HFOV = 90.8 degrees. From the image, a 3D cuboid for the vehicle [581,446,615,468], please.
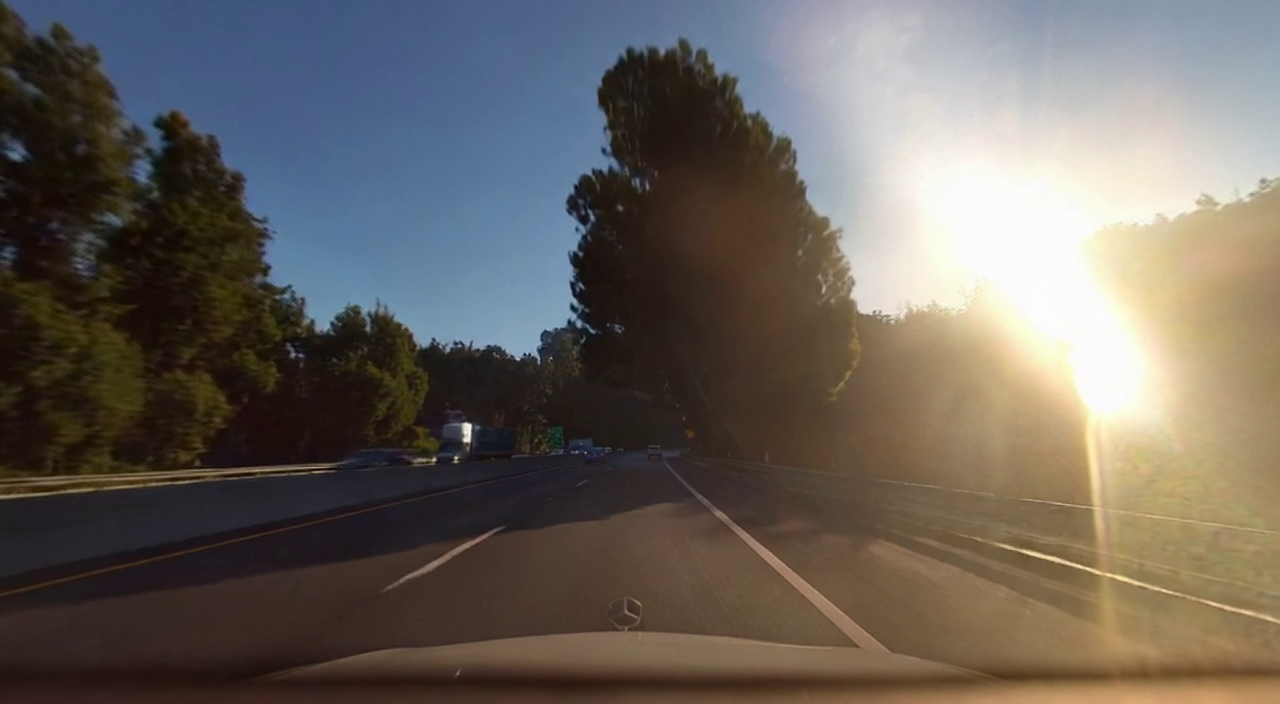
[{"bbox_3d":[-3.037,7.686,46.372,2.088,1.586,4.000,0,-9,2],"label":"vehicle"}]
